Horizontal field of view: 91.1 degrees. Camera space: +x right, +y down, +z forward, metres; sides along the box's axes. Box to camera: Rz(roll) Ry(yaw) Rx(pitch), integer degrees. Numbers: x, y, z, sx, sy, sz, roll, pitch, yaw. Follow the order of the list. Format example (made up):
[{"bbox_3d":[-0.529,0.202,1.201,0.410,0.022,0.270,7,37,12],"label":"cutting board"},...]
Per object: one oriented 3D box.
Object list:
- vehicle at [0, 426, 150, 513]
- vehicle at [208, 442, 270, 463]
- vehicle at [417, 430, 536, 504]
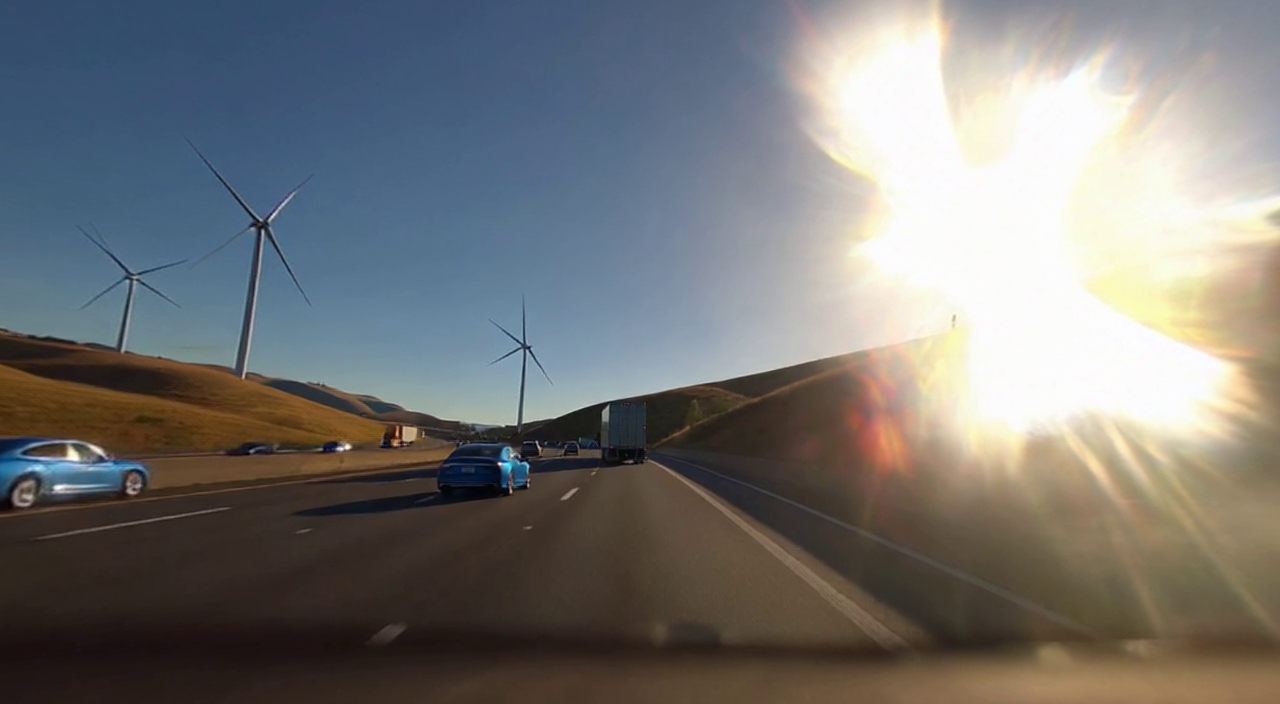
[{"bbox_3d":[-14.842,2.673,14.623,2.285,1.835,5.672,0,-8,-1],"label":"vehicle"},{"bbox_3d":[-30.709,7.698,48.220,1.862,1.495,4.695,1,-8,-3],"label":"vehicle"},{"bbox_3d":[-4.097,2.940,16.475,2.109,1.684,3.783,0,-8,0],"label":"vehicle"}]
